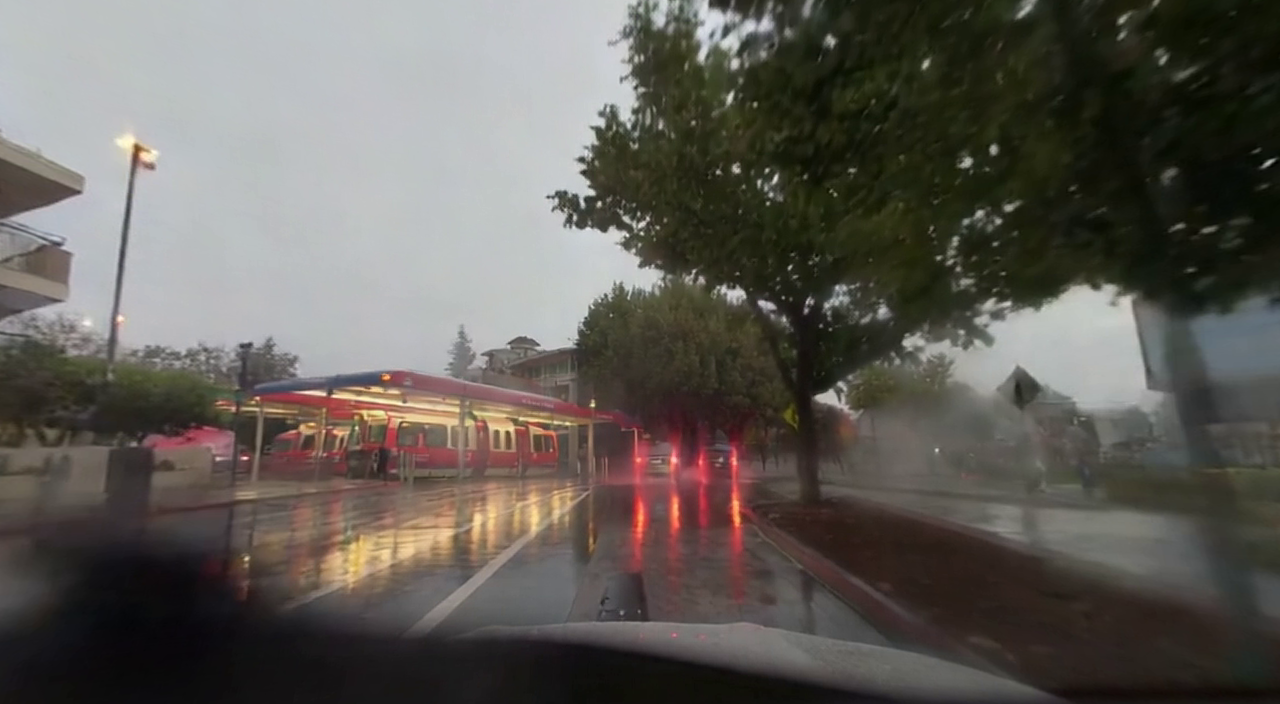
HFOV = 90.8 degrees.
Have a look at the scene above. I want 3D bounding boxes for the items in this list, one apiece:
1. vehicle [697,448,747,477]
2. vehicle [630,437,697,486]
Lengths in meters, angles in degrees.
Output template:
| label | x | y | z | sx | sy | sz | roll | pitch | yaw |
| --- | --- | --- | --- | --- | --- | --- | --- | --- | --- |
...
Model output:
| label | x | y | z | sx | sy | sz | roll | pitch | yaw |
| --- | --- | --- | --- | --- | --- | --- | --- | --- | --- |
| vehicle | 5.350 | 7.089 | 40.714 | 2.010 | 1.725 | 4.320 | -4 | -9 | 24 |
| vehicle | 1.043 | 4.342 | 25.458 | 2.263 | 1.765 | 4.237 | -1 | -8 | 8 |
